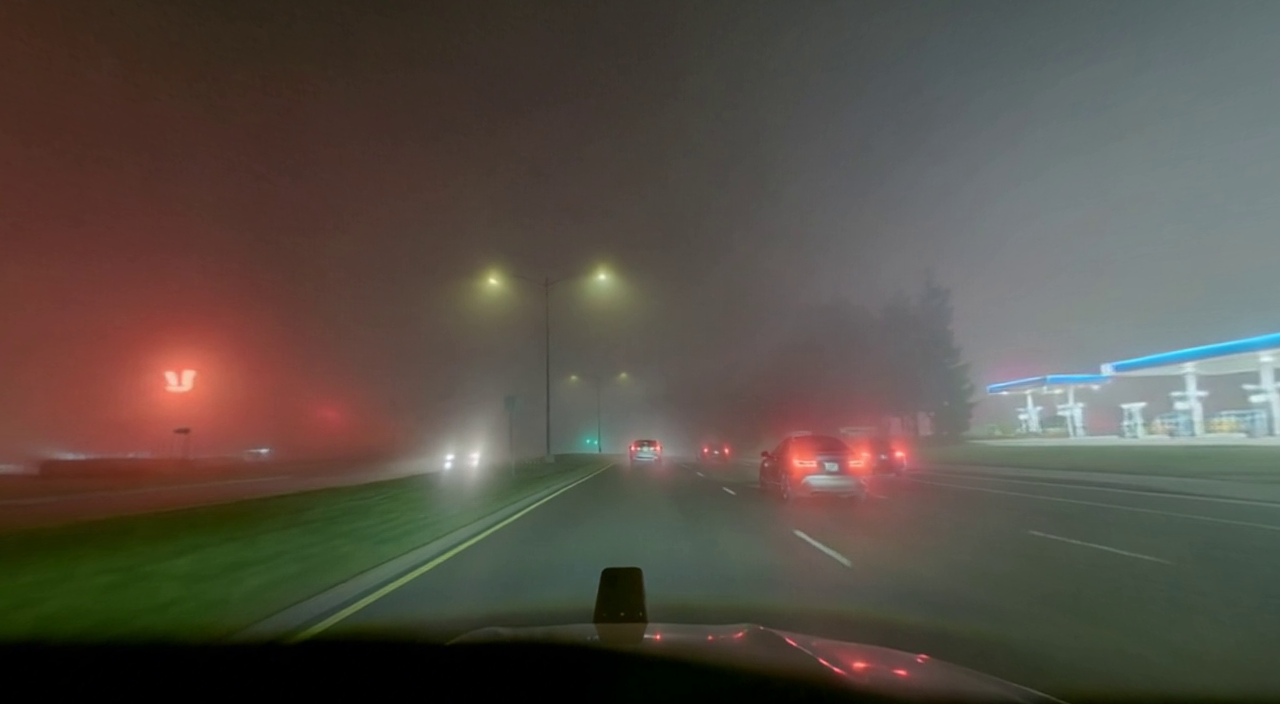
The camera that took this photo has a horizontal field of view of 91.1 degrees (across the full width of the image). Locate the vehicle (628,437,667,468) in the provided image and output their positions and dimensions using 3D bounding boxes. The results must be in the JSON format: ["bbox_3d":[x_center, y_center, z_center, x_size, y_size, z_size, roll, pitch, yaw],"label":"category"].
[{"bbox_3d":[0.489,5.942,37.335,2.172,1.694,4.055,0,-9,1],"label":"vehicle"}]

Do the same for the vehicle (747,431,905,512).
[{"bbox_3d":[3.889,2.595,14.151,2.119,1.509,4.756,0,-9,0],"label":"vehicle"}]

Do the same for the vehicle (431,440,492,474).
[{"bbox_3d":[-9.534,5.622,33.890,2.004,1.683,4.290,0,-9,1],"label":"vehicle"}]

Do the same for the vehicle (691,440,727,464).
[{"bbox_3d":[4.585,6.723,42.344,1.980,1.515,4.362,0,-8,0],"label":"vehicle"}]
